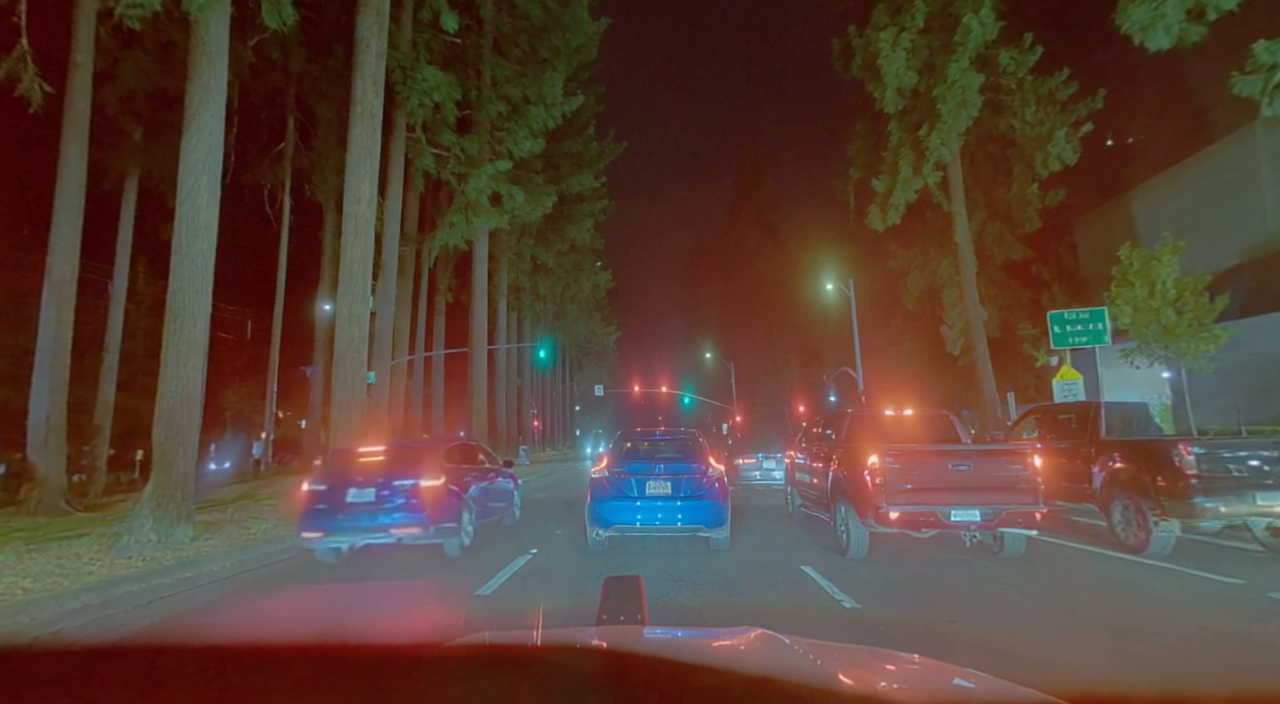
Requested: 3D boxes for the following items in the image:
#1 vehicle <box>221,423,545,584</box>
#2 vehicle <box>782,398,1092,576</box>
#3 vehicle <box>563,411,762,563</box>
[{"bbox_3d":[-2.821,1.813,8.575,2.133,1.496,5.150,0,-8,2],"label":"vehicle"},{"bbox_3d":[3.386,1.633,8.372,2.099,1.725,4.290,0,-8,2],"label":"vehicle"},{"bbox_3d":[0.248,1.773,8.971,2.168,1.641,4.039,0,-8,0],"label":"vehicle"}]
